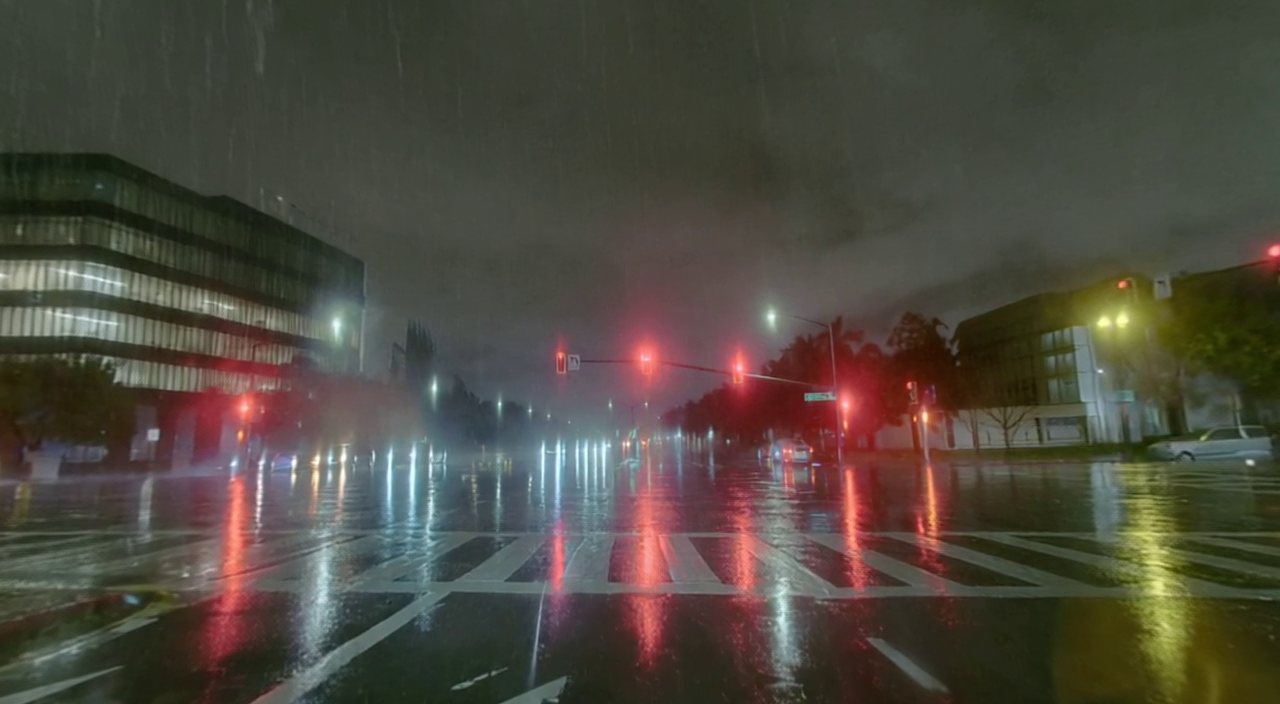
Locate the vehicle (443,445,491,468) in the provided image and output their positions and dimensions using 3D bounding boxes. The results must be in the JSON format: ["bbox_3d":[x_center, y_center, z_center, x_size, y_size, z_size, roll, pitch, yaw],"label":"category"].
[{"bbox_3d":[-11.649,7.077,42.694,1.911,1.476,4.297,-1,-9,2],"label":"vehicle"}]

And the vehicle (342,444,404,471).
[{"bbox_3d":[-18.577,7.343,44.002,2.237,1.801,4.541,0,-9,1],"label":"vehicle"}]

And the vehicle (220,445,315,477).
[{"bbox_3d":[-22.785,6.660,38.777,2.032,1.839,4.884,-2,-9,14],"label":"vehicle"}]

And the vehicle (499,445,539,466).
[{"bbox_3d":[-8.113,7.001,42.606,1.910,1.321,3.692,0,-9,1],"label":"vehicle"}]

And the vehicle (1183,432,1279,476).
[{"bbox_3d":[22.306,3.587,22.243,4.474,1.477,1.908,0,-9,-3],"label":"vehicle"}]

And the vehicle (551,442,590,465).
[{"bbox_3d":[-4.545,6.710,41.676,1.954,1.431,4.050,0,-9,2],"label":"vehicle"}]

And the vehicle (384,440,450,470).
[{"bbox_3d":[-15.159,7.031,43.160,2.340,1.946,5.450,0,-9,2],"label":"vehicle"}]
